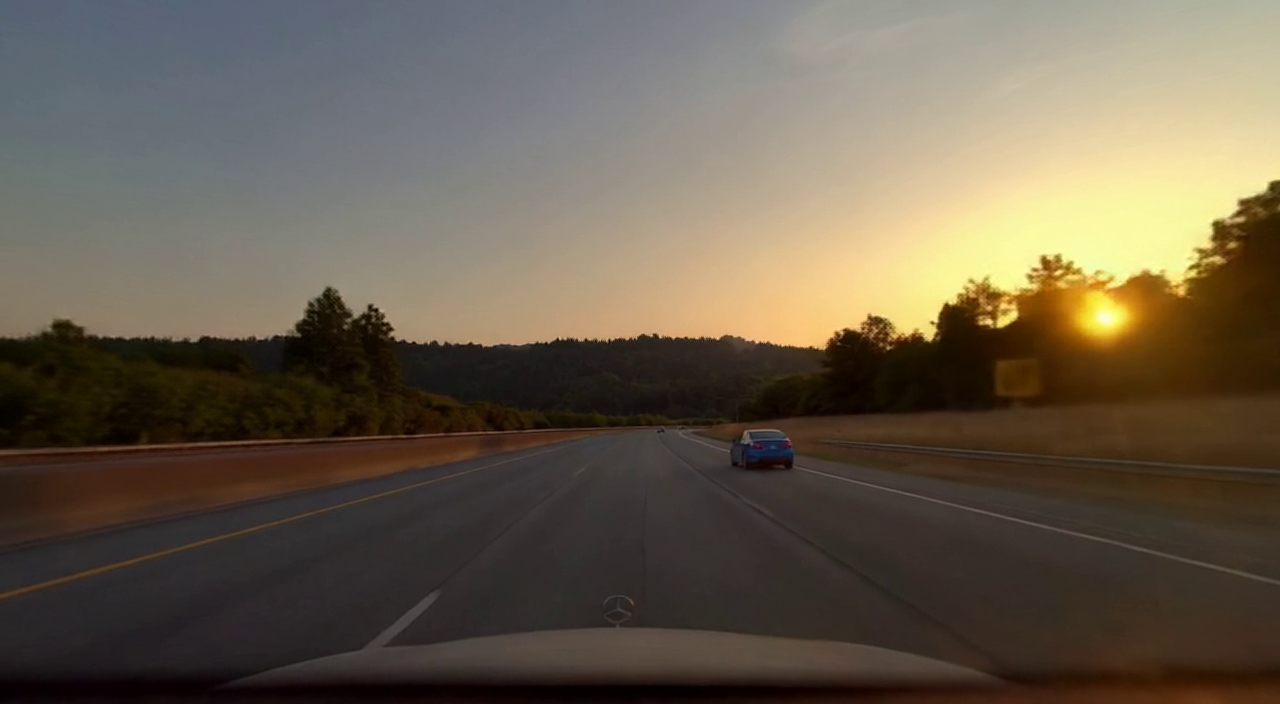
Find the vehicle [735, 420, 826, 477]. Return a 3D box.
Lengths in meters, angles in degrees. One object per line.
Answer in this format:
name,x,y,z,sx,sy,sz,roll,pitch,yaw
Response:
vehicle,4.004,2.820,18.600,1.765,1.510,3.762,0,-8,-1
